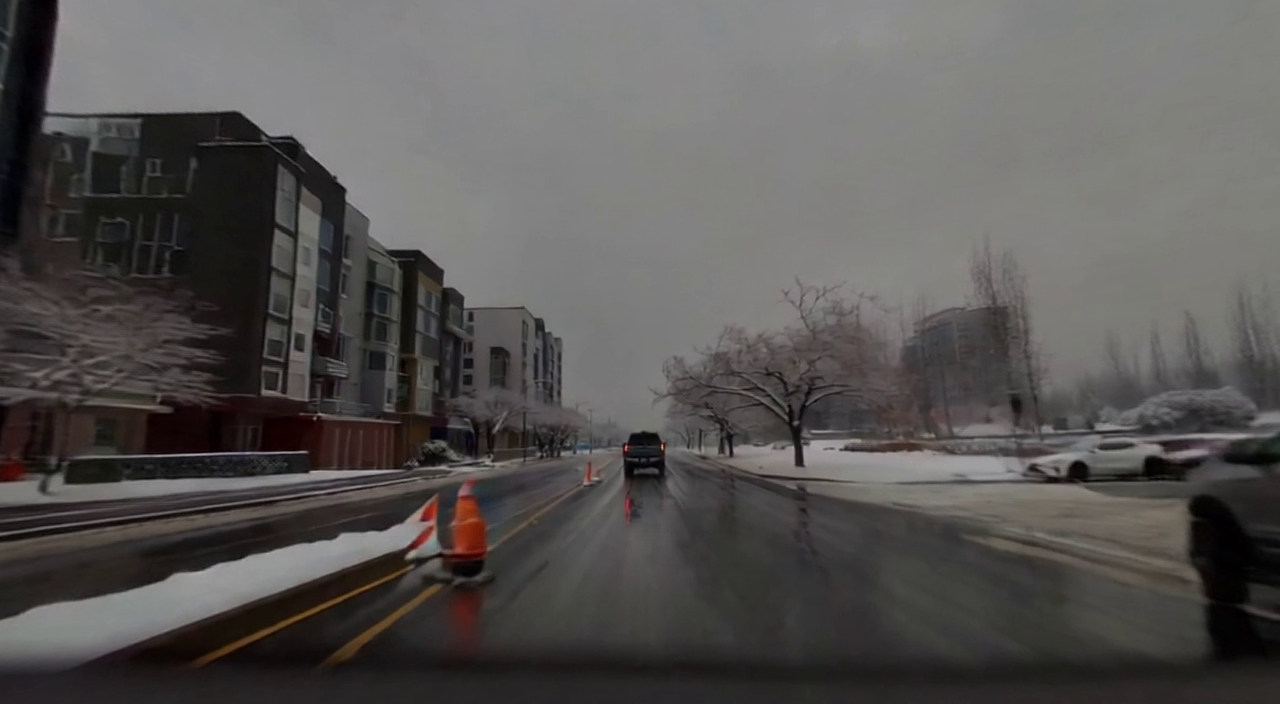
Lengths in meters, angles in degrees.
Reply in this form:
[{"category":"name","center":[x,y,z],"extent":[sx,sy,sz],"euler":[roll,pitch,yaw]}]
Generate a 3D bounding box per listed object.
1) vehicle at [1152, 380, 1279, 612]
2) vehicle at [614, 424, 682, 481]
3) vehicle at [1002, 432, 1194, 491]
[{"category":"vehicle","center":[5.834,0.988,3.900],"extent":[2.120,1.828,5.531],"euler":[-3,-9,18]},{"category":"vehicle","center":[0.423,4.598,28.935],"extent":[2.762,2.309,6.723],"euler":[-1,-9,2]},{"category":"vehicle","center":[14.970,3.600,20.771],"extent":[4.655,1.798,2.050],"euler":[-1,-9,0]}]
